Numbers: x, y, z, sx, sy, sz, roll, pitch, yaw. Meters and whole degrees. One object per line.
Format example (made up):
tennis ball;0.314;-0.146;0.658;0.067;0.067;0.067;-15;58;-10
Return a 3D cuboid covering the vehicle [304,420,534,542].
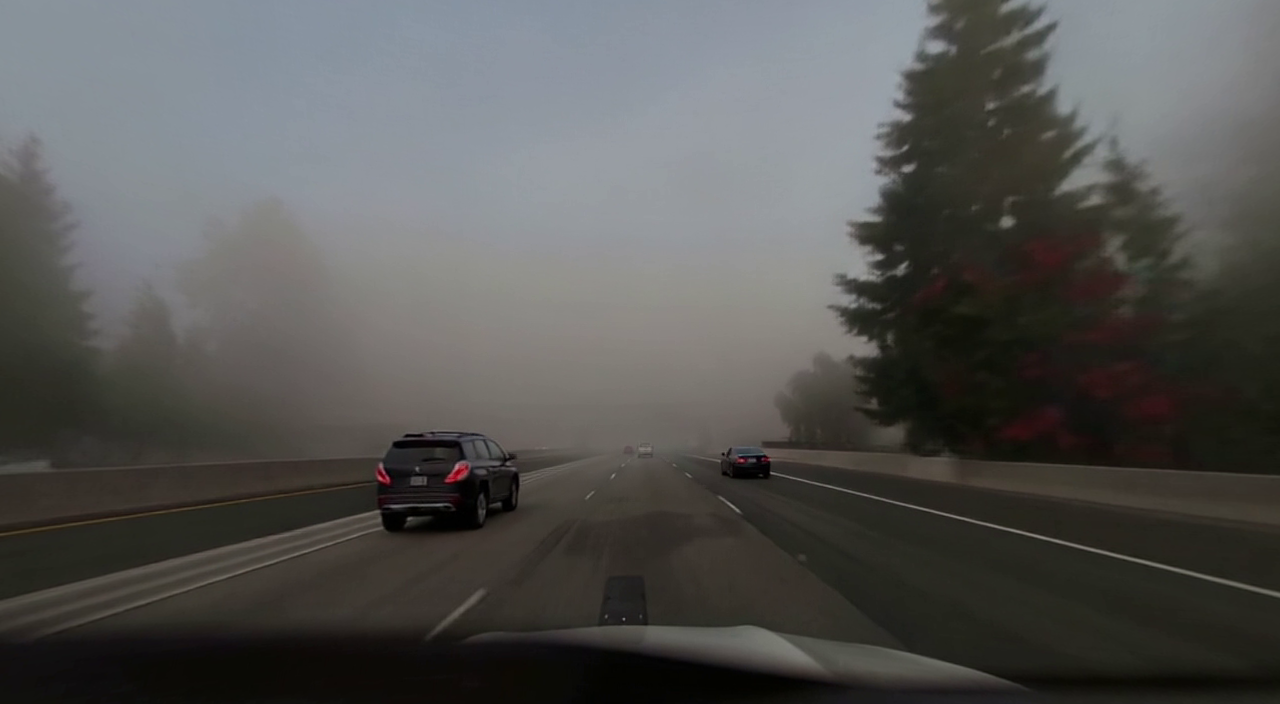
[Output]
vehicle;-3.569;2.195;11.478;2.259;1.706;4.924;0;-8;2

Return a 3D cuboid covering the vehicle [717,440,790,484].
vehicle;4.179;4.117;23.910;1.908;1.483;4.259;0;-8;-1
